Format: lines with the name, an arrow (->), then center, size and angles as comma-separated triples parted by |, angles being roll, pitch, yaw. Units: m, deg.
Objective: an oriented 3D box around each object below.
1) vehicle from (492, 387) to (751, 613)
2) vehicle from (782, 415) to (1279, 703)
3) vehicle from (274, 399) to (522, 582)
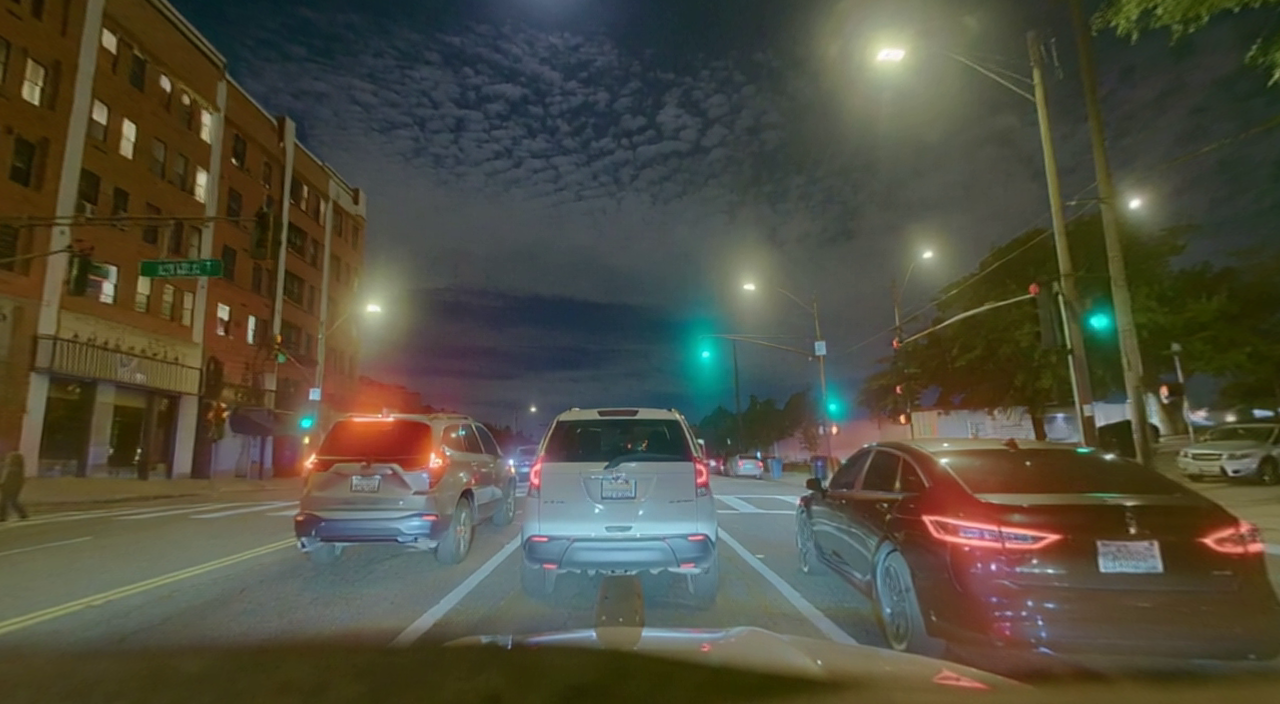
vehicle -> -0.143, 1.548, 7.513 | 2.105, 1.842, 4.537 | 0, -8, 0
vehicle -> 2.573, 1.334, 5.024 | 1.852, 1.462, 4.155 | 0, -8, -1
vehicle -> -2.834, 1.707, 8.566 | 1.855, 1.812, 4.244 | 0, -8, -3
